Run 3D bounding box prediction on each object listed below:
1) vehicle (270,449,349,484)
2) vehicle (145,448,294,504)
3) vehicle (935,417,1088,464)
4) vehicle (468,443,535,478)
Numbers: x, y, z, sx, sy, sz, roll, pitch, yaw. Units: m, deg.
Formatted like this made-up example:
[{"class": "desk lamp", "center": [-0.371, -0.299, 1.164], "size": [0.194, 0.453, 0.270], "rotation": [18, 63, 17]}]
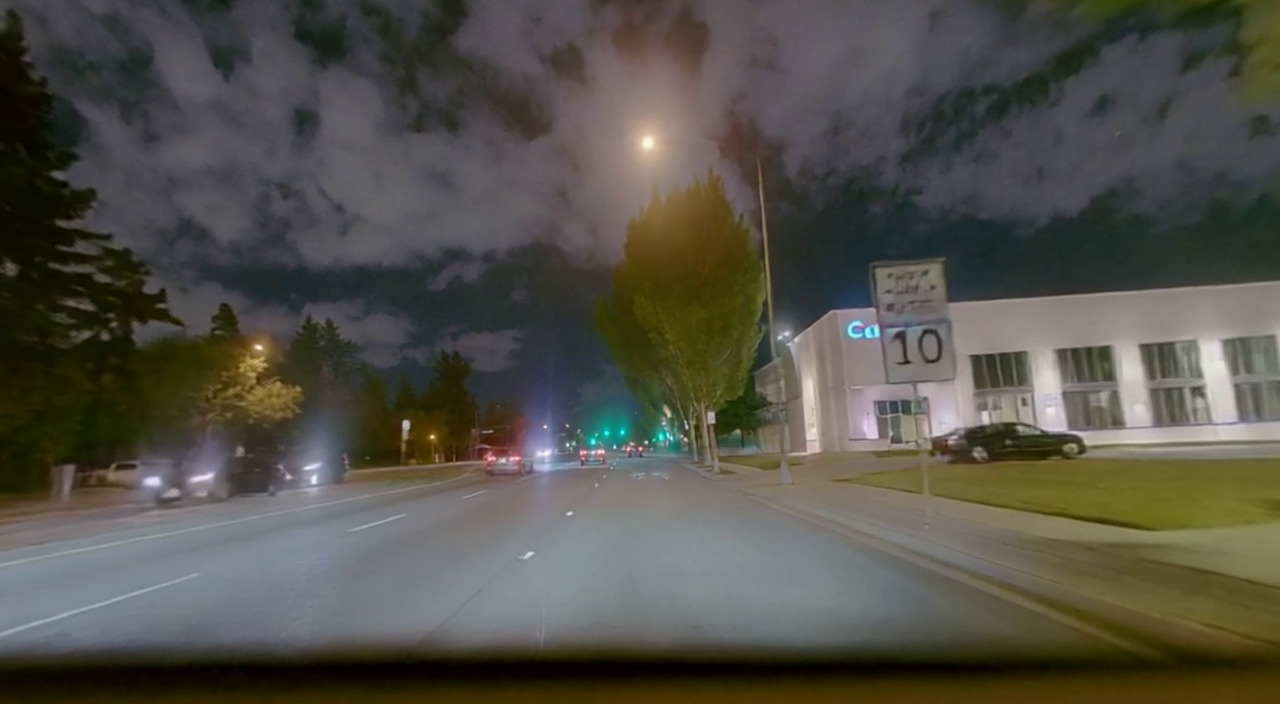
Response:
[{"class": "vehicle", "center": [-17.754, 6.144, 34.089], "size": [1.902, 1.747, 4.380], "rotation": [0, -9, 0]}, {"class": "vehicle", "center": [-12.983, 3.797, 19.886], "size": [1.937, 1.526, 4.530], "rotation": [1, -9, -6]}, {"class": "vehicle", "center": [12.701, 3.110, 21.857], "size": [4.148, 1.507, 1.840], "rotation": [-3, -9, 18]}, {"class": "vehicle", "center": [-6.207, 4.927, 28.858], "size": [2.072, 1.427, 4.328], "rotation": [0, -9, 0]}]
